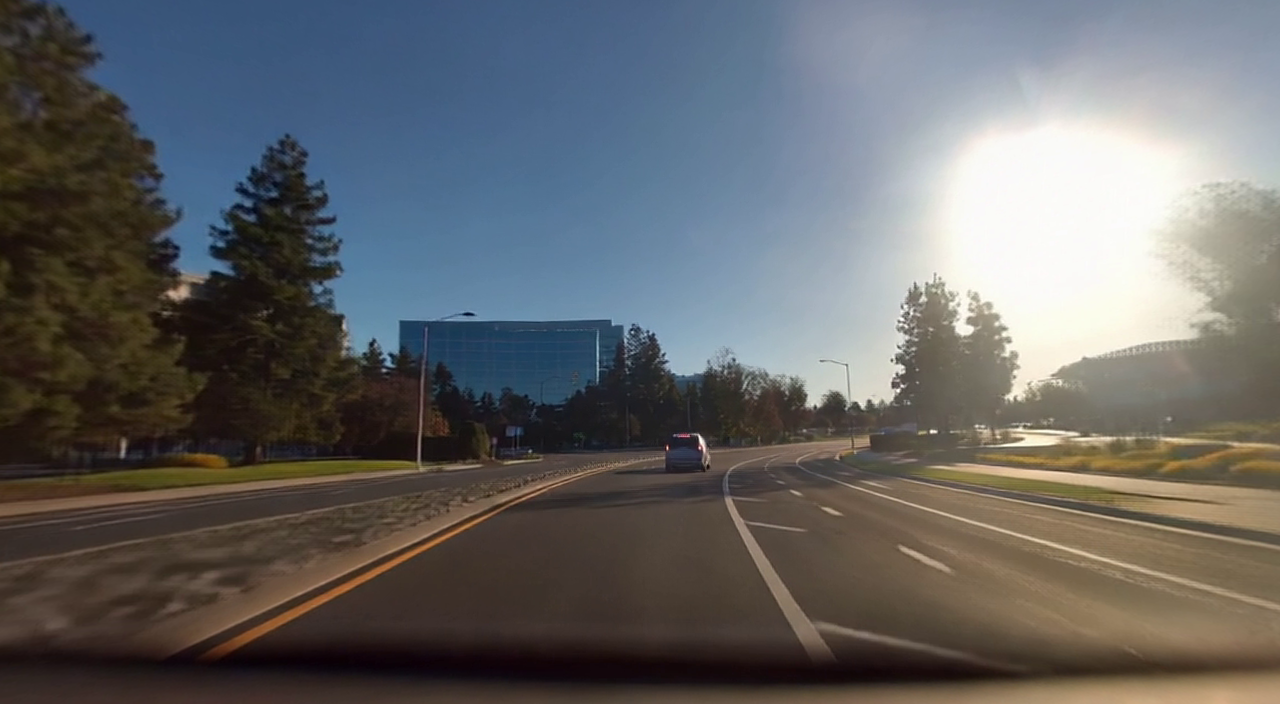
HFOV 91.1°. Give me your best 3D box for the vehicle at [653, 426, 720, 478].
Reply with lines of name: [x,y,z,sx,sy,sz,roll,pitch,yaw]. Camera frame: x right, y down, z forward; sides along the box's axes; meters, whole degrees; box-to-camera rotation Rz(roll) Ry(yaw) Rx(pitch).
vehicle: [2.102,4.204,26.644,2.371,1.926,5.615,-1,-9,9]
